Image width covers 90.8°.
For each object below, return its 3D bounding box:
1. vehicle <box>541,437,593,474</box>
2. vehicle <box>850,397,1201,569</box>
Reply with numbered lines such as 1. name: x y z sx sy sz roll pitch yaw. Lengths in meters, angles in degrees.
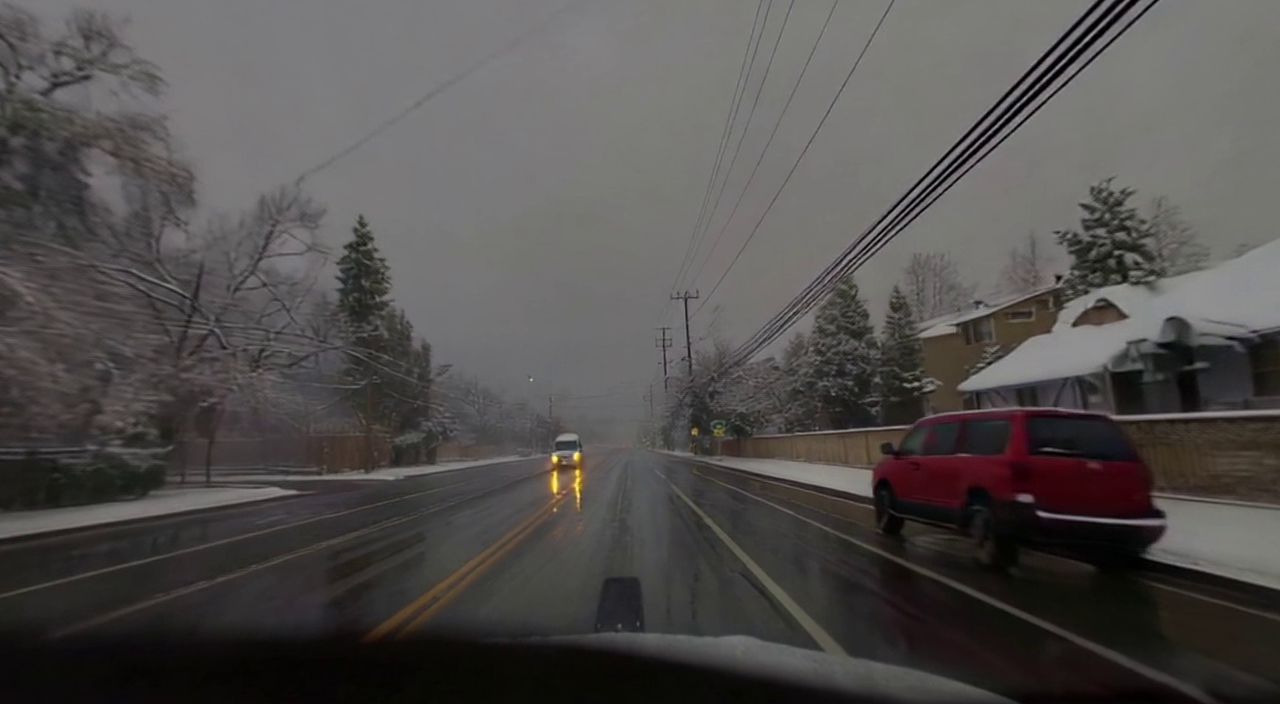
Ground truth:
1. vehicle: -3.964 5.791 35.421 2.357 1.893 5.084 0 -9 0
2. vehicle: 5.433 1.944 10.212 2.238 1.995 5.491 0 -9 1
